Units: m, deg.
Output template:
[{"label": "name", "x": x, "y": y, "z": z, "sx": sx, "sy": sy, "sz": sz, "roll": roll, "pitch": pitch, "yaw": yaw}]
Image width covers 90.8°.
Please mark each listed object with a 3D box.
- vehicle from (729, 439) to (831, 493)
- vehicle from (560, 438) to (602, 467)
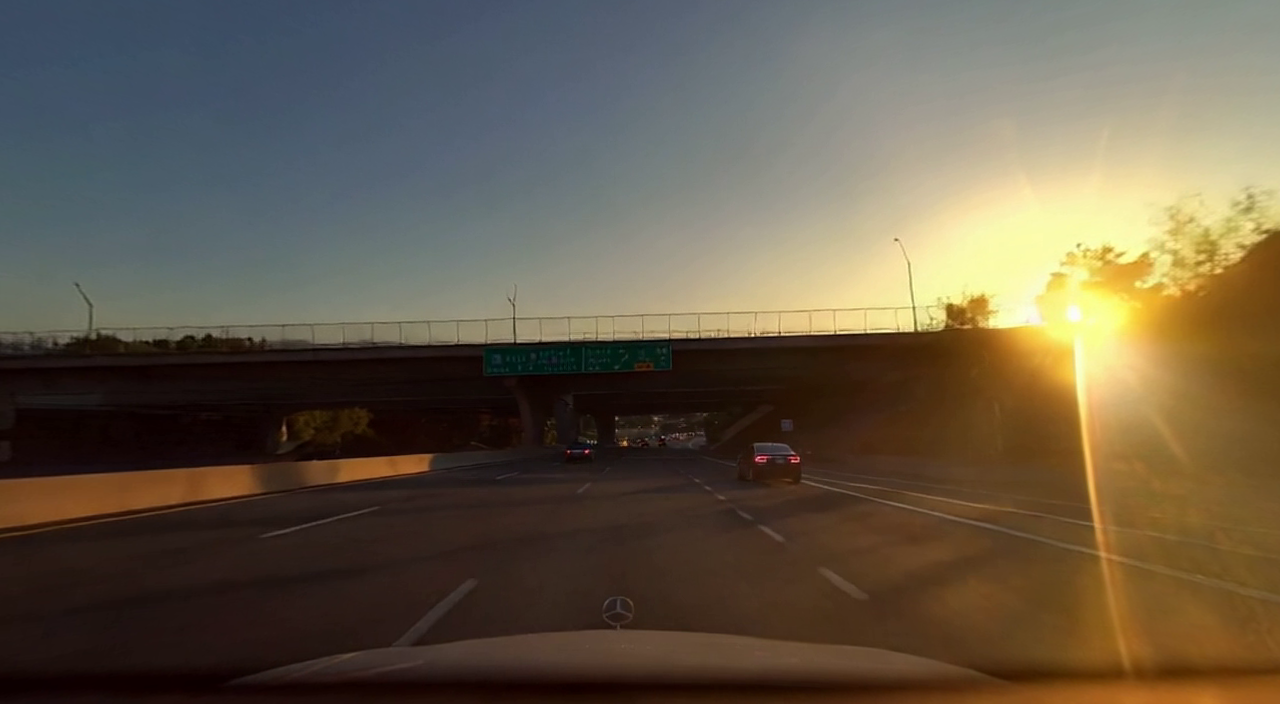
[{"label": "vehicle", "x": 4.150, "y": 3.468, "z": 19.556, "sx": 2.060, "sy": 1.485, "sz": 4.274, "roll": 0, "pitch": -9, "yaw": -1}, {"label": "vehicle", "x": -3.477, "y": 6.063, "z": 38.282, "sx": 2.048, "sy": 1.618, "sz": 4.424, "roll": 0, "pitch": -9, "yaw": 1}]
